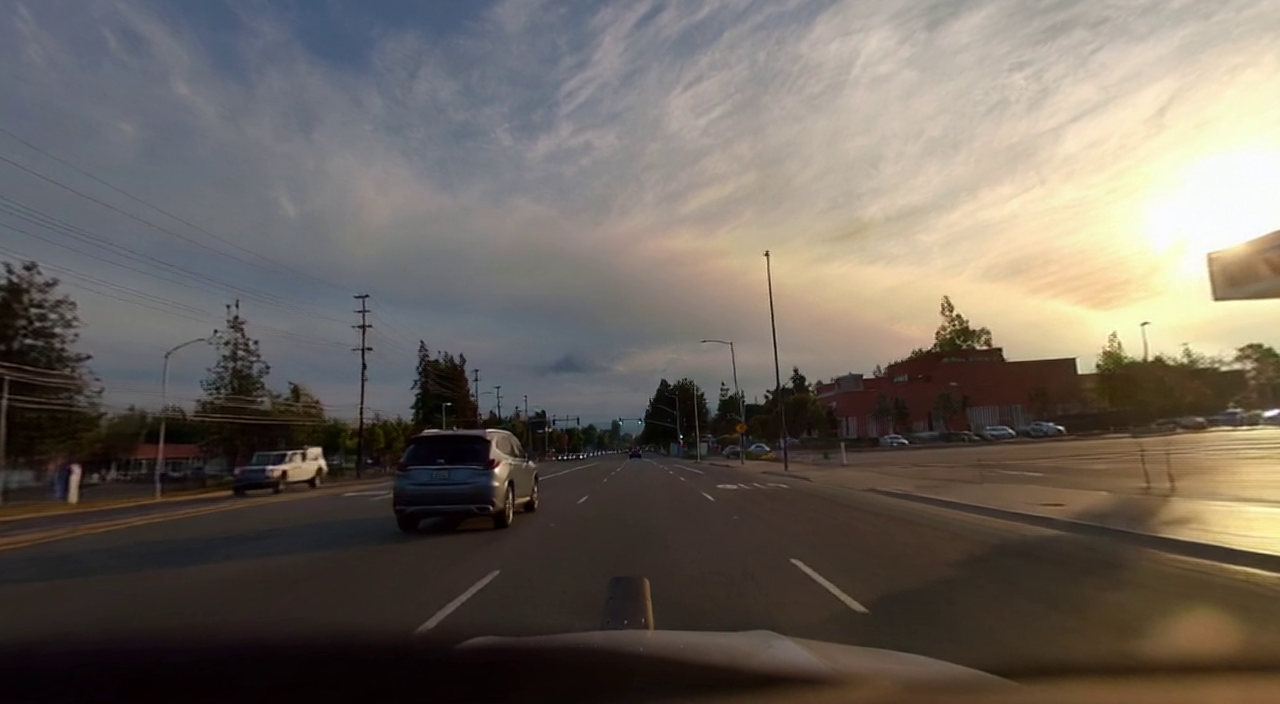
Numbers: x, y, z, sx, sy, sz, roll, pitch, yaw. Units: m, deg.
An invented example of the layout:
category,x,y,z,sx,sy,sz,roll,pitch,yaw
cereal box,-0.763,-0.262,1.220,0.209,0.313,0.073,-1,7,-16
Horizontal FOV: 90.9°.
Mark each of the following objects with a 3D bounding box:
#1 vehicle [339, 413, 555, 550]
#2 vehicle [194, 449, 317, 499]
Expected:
category,x,y,z,sx,sy,sz,roll,pitch,yaw
vehicle,-2.945,2.110,10.990,2.190,1.844,4.751,0,-8,1
vehicle,-18.564,5.850,30.900,2.426,2.160,5.660,0,-8,0
